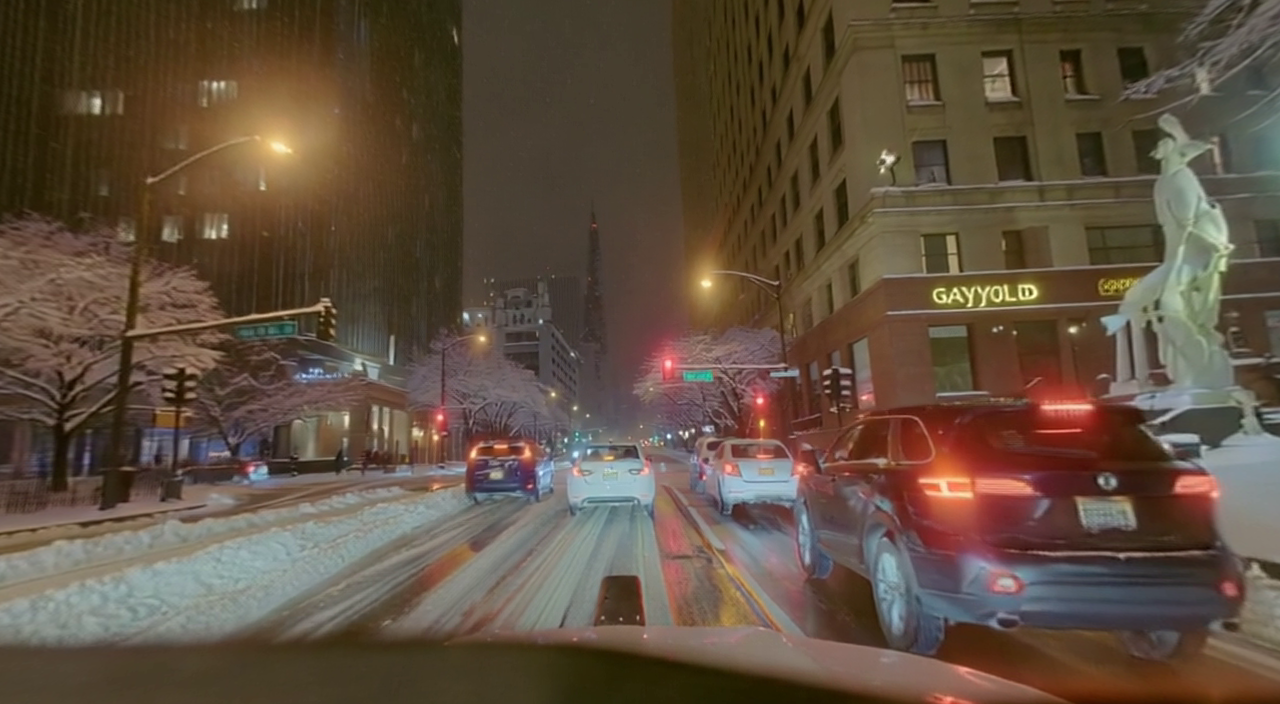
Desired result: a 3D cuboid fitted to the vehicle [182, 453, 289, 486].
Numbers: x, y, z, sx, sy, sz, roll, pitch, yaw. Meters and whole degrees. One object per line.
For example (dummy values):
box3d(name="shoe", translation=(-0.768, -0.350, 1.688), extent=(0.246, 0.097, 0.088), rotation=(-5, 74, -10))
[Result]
box3d(name="vehicle", translation=(-22.954, 6.647, 36.044), extent=(4.612, 1.752, 1.953), rotation=(2, -9, -15))

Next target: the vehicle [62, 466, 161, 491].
box3d(name="vehicle", translation=(-32.308, 7.722, 38.681), extent=(4.392, 1.427, 1.764), rotation=(0, -9, -1))

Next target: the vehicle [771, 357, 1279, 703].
box3d(name="vehicle", translation=(2.647, 1.234, 5.282), extent=(2.096, 1.775, 4.440), rotation=(0, -9, -1))

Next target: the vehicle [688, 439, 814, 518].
box3d(name="vehicle", translation=(2.243, 2.701, 14.047), extent=(1.943, 1.449, 4.202), rotation=(0, -9, -1))

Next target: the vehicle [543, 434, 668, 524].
box3d(name="vehicle", translation=(-0.610, 2.443, 12.700), extent=(2.096, 1.492, 4.071), rotation=(0, -9, -1))

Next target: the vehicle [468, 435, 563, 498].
box3d(name="vehicle", translation=(-3.573, 3.388, 19.143), extent=(2.045, 1.633, 4.864), rotation=(0, -9, -2))
